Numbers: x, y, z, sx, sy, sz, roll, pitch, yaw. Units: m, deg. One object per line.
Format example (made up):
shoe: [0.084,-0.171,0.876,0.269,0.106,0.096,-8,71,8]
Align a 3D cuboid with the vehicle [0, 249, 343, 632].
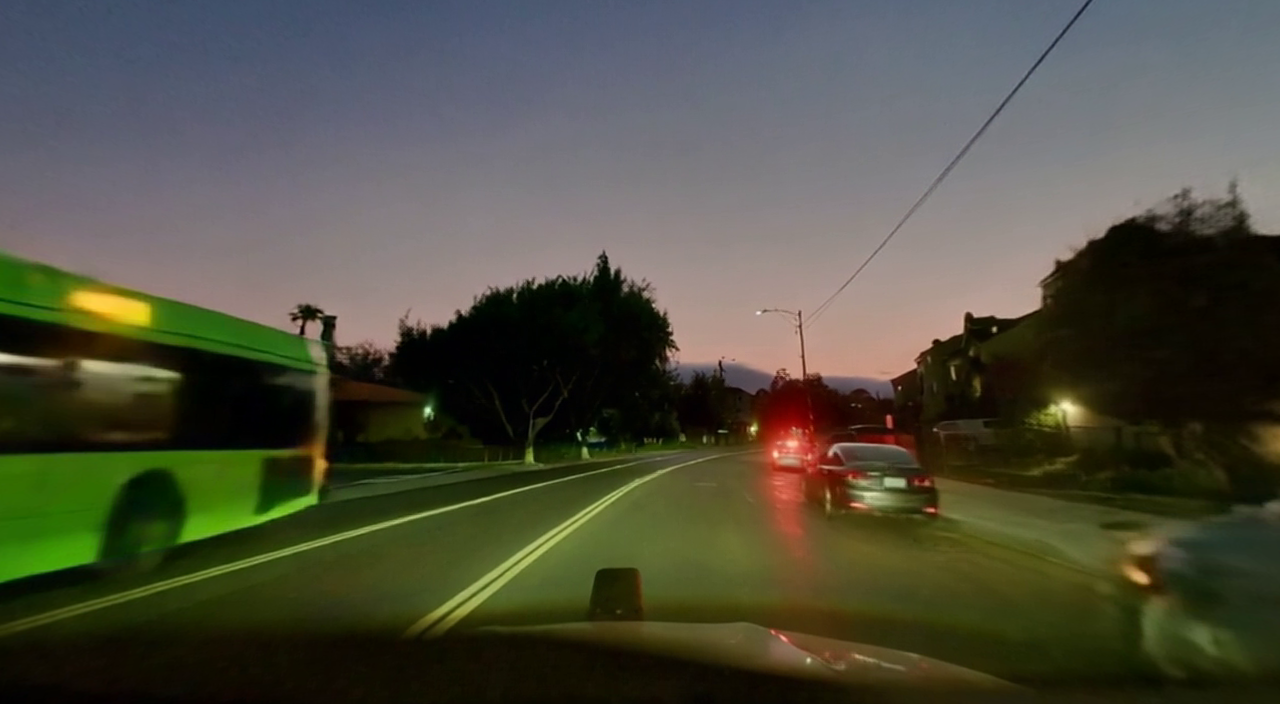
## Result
vehicle: [-7.213,0.580,4.205,3.577,3.168,13.108,-1,-9,3]

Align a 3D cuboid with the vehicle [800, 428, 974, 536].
vehicle: [3.820,2.037,10.470,1.665,1.425,3.727,-1,-8,5]

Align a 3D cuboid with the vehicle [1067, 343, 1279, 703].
vehicle: [3.080,0.633,1.123,1.984,1.601,3.994,-1,-8,4]

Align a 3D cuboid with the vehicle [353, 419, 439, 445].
vehicle: [-14.644,4.835,38.048,4.407,1.478,1.973,-2,-9,11]
